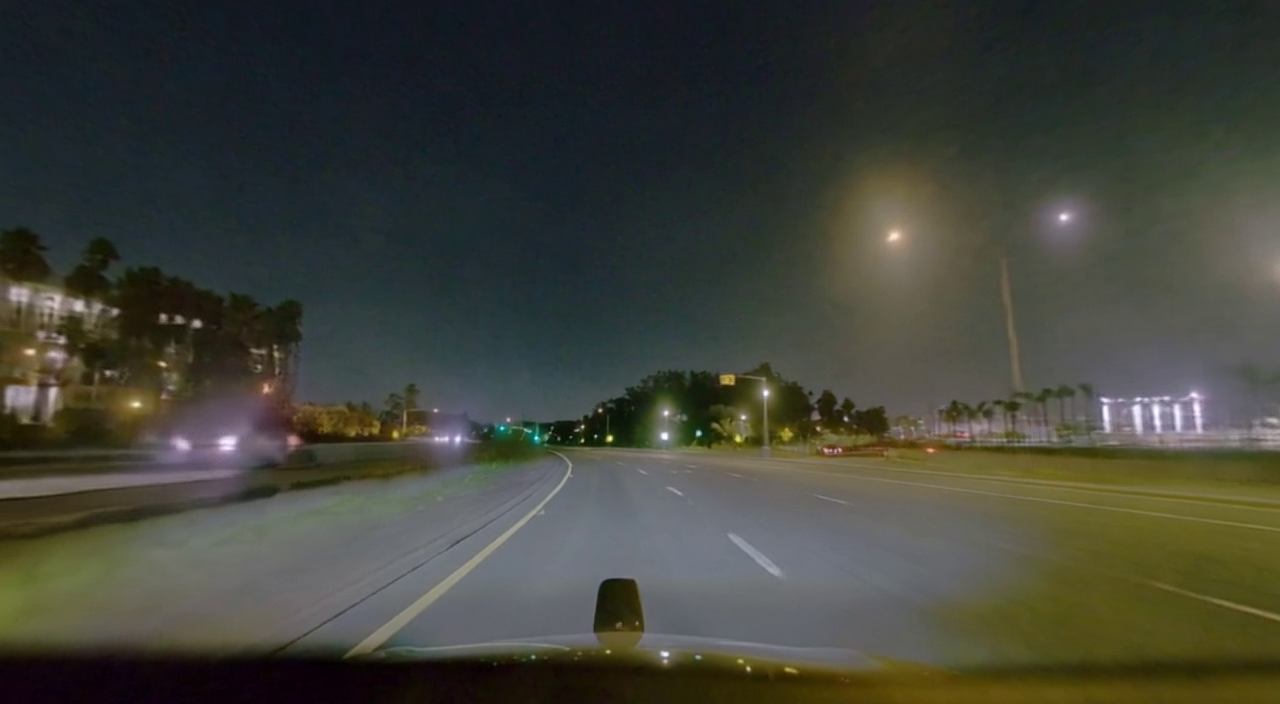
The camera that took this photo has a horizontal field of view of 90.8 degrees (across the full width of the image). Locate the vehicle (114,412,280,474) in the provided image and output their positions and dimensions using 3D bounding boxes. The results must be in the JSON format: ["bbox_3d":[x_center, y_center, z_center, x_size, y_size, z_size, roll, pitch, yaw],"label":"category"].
[{"bbox_3d":[-13.264,2.790,19.355,1.961,1.664,4.422,0,-8,-2],"label":"vehicle"}]
